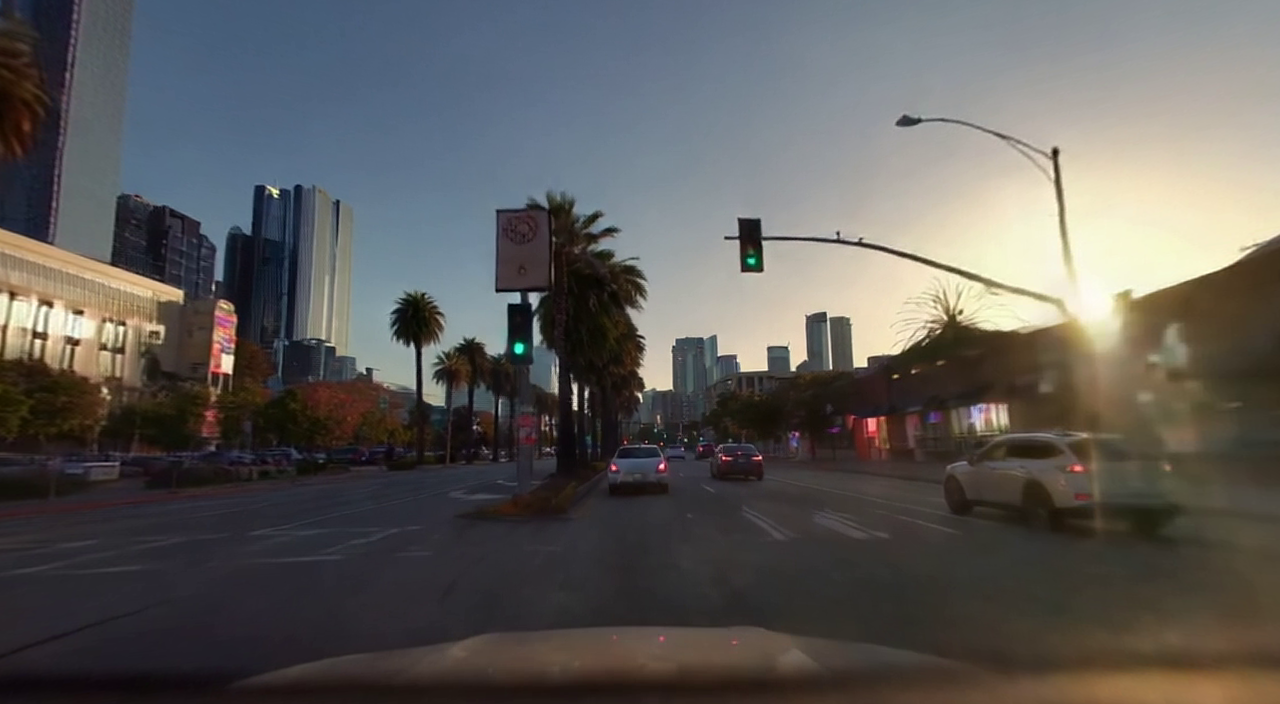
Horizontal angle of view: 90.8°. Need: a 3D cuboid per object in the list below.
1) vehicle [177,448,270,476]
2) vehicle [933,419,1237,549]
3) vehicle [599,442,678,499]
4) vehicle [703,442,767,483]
[{"bbox_3d":[-30.816,8.174,46.858,5.230,1.986,2.250,-1,-11,3],"label":"vehicle"},{"bbox_3d":[6.828,2.040,10.410,1.940,1.674,4.085,0,-8,-1],"label":"vehicle"},{"bbox_3d":[-0.057,3.470,18.959,2.110,1.487,3.873,0,-8,0],"label":"vehicle"},{"bbox_3d":[3.821,4.507,26.218,1.892,1.532,4.177,0,-8,-2],"label":"vehicle"}]
